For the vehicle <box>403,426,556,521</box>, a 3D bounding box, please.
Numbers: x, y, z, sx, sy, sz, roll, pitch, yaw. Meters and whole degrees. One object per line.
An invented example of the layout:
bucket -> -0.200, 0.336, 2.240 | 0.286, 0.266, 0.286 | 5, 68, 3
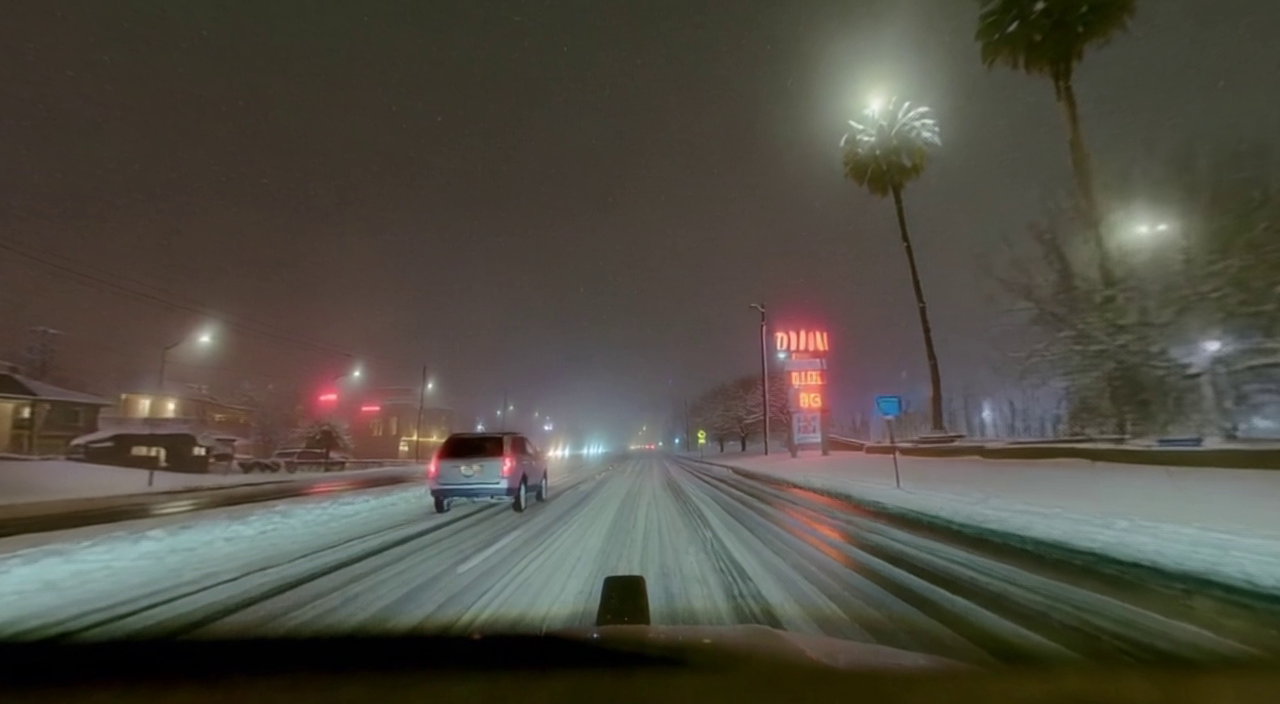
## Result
vehicle -> -3.241, 2.575, 13.890 | 2.062, 1.693, 4.669 | 0, -9, 1
